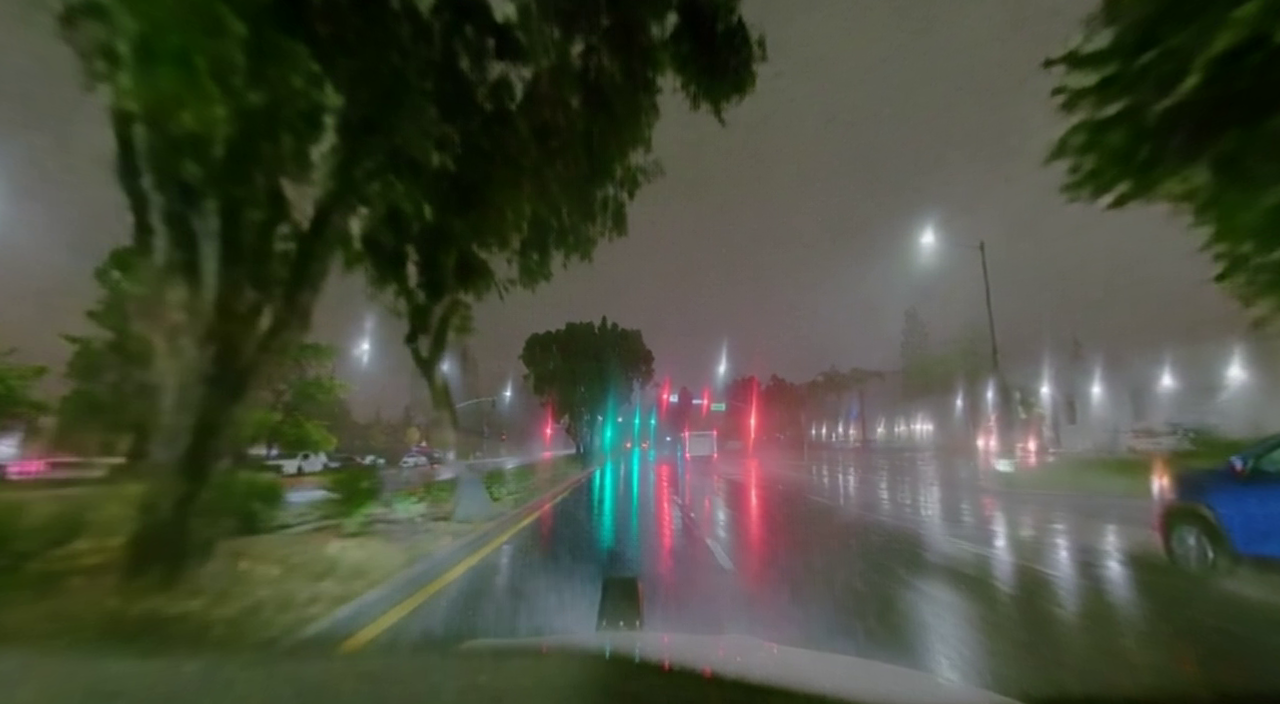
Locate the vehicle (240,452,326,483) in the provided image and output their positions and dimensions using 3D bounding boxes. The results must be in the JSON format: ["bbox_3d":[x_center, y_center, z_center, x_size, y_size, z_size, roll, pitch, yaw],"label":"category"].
[{"bbox_3d":[-19.216,6.203,34.239,2.048,1.493,4.588,0,-8,-1],"label":"vehicle"}]

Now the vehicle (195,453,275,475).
[{"bbox_3d":[-28.594,7.894,44.676,4.382,1.467,1.902,0,-8,2],"label":"vehicle"}]

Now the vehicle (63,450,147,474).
[{"bbox_3d":[-41.663,8.551,49.265,4.562,1.756,2.075,0,-9,1],"label":"vehicle"}]

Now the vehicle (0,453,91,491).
[{"bbox_3d":[-28.475,5.470,28.935,4.657,1.636,2.059,0,-8,0],"label":"vehicle"}]

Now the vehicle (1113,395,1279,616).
[{"bbox_3d":[6.154,1.140,4.450,2.012,1.754,4.635,0,-8,0],"label":"vehicle"}]

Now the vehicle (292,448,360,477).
[{"bbox_3d":[-19.653,6.924,39.784,1.985,1.667,4.622,0,-8,-1],"label":"vehicle"}]
